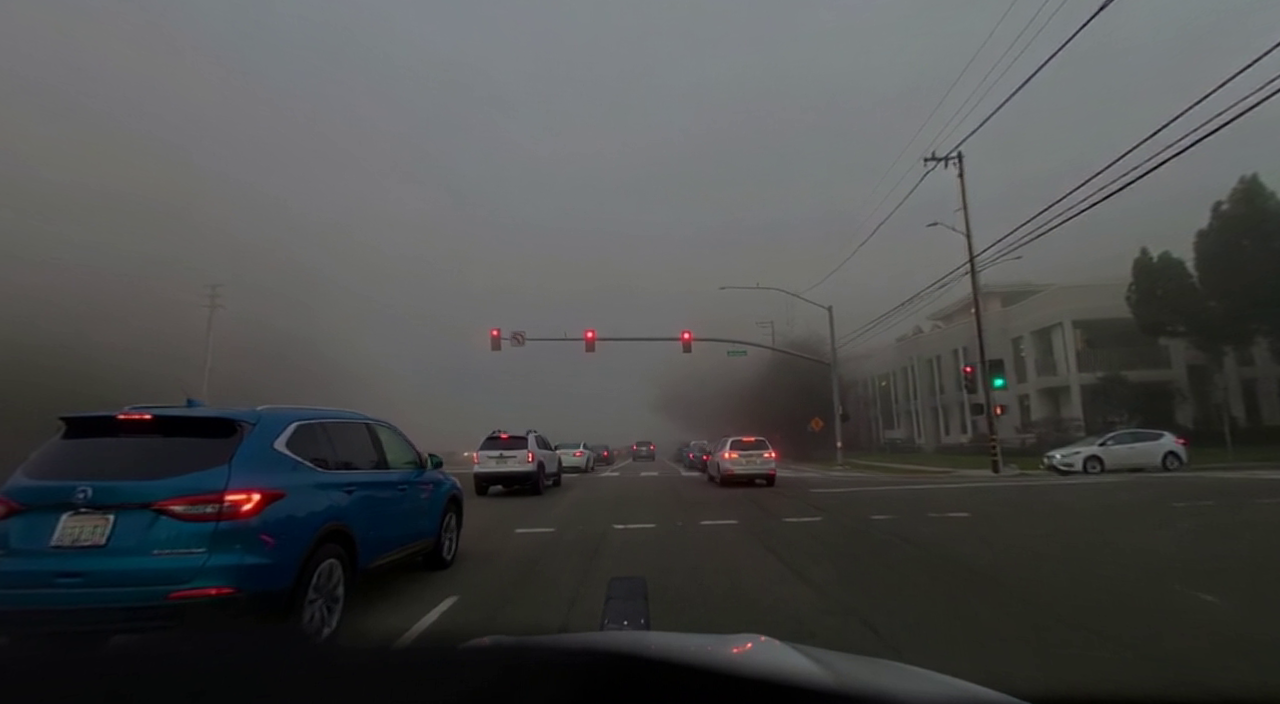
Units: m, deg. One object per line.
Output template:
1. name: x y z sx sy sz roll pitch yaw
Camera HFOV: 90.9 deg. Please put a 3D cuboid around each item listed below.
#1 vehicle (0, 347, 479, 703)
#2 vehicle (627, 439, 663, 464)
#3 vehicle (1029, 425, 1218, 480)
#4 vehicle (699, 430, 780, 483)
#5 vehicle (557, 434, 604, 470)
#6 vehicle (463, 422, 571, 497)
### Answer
1. vehicle: -3.010 1.161 5.205 2.127 1.754 4.287 0 -8 1
2. vehicle: 0.338 6.371 40.491 2.185 1.515 4.215 0 -8 1
3. vehicle: 14.977 3.147 19.808 4.119 1.574 2.028 -2 -9 11
4. vehicle: 3.509 3.808 23.241 2.201 1.734 4.564 0 -8 -1
5. vehicle: -2.925 5.050 31.888 1.900 1.677 4.128 0 -8 1
6. vehicle: -3.139 2.862 17.100 1.958 1.744 4.315 0 -8 2
